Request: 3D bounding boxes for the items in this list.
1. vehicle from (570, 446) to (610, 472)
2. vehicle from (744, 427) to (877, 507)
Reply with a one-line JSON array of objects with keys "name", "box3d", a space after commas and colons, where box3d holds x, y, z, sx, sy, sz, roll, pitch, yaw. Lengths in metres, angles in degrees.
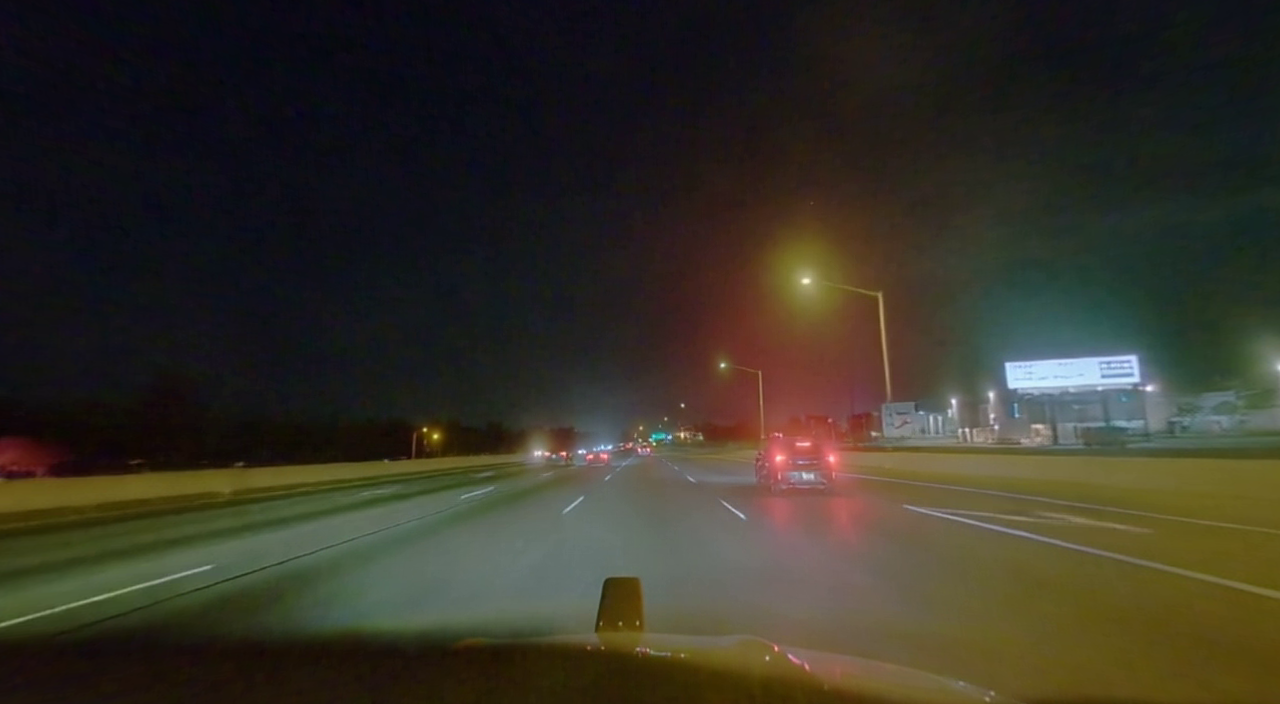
[{"name": "vehicle", "box3d": [-3.066, 6.723, 39.704, 2.139, 1.510, 4.506, 0, -9, 0]}, {"name": "vehicle", "box3d": [4.205, 2.925, 16.459, 2.109, 1.764, 4.704, 0, -9, -1]}]
